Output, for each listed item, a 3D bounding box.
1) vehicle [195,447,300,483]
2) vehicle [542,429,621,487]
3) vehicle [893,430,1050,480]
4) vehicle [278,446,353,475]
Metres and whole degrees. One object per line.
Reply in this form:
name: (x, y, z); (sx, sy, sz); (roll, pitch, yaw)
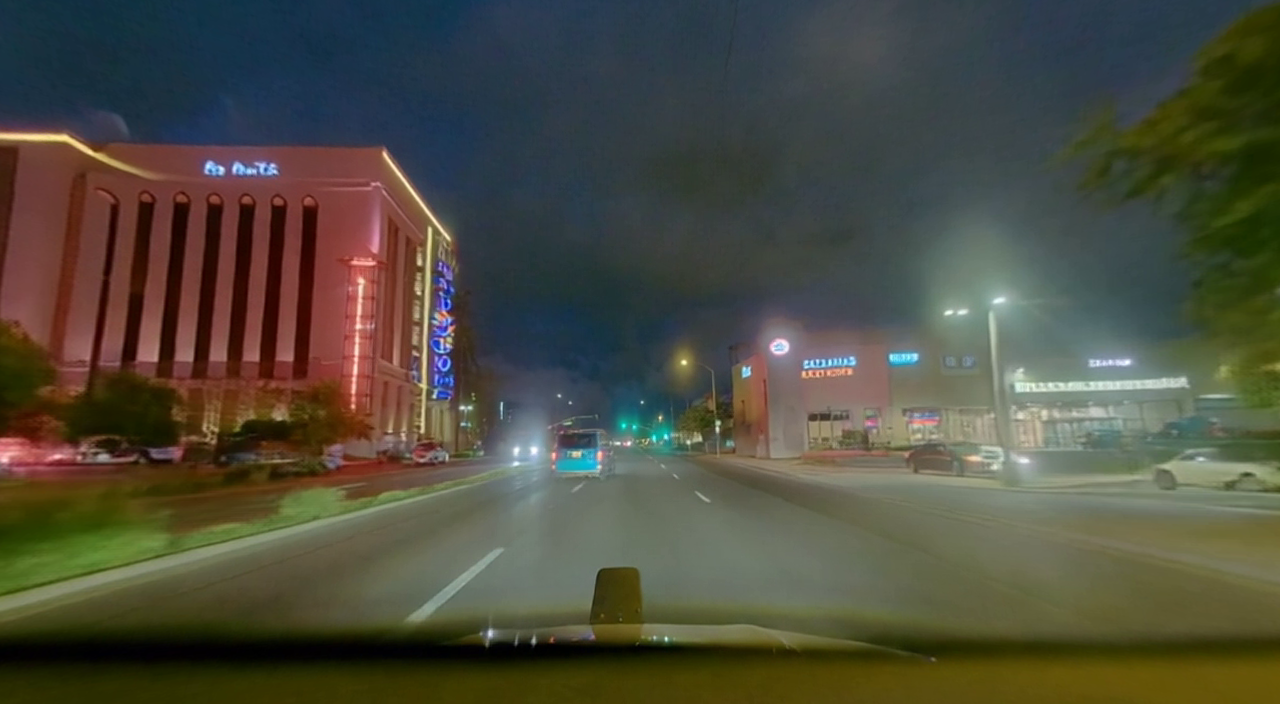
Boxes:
vehicle: (-17.806, 5.101, 28.865); (1.852, 1.481, 4.660); (0, -8, -1)
vehicle: (-1.807, 3.440, 20.695); (2.080, 1.722, 3.766); (0, -8, 2)
vehicle: (14.827, 4.640, 28.653); (2.589, 1.989, 5.779); (4, -9, -26)
vehicle: (-17.764, 5.933, 34.720); (1.840, 1.508, 4.376); (0, -8, -1)
